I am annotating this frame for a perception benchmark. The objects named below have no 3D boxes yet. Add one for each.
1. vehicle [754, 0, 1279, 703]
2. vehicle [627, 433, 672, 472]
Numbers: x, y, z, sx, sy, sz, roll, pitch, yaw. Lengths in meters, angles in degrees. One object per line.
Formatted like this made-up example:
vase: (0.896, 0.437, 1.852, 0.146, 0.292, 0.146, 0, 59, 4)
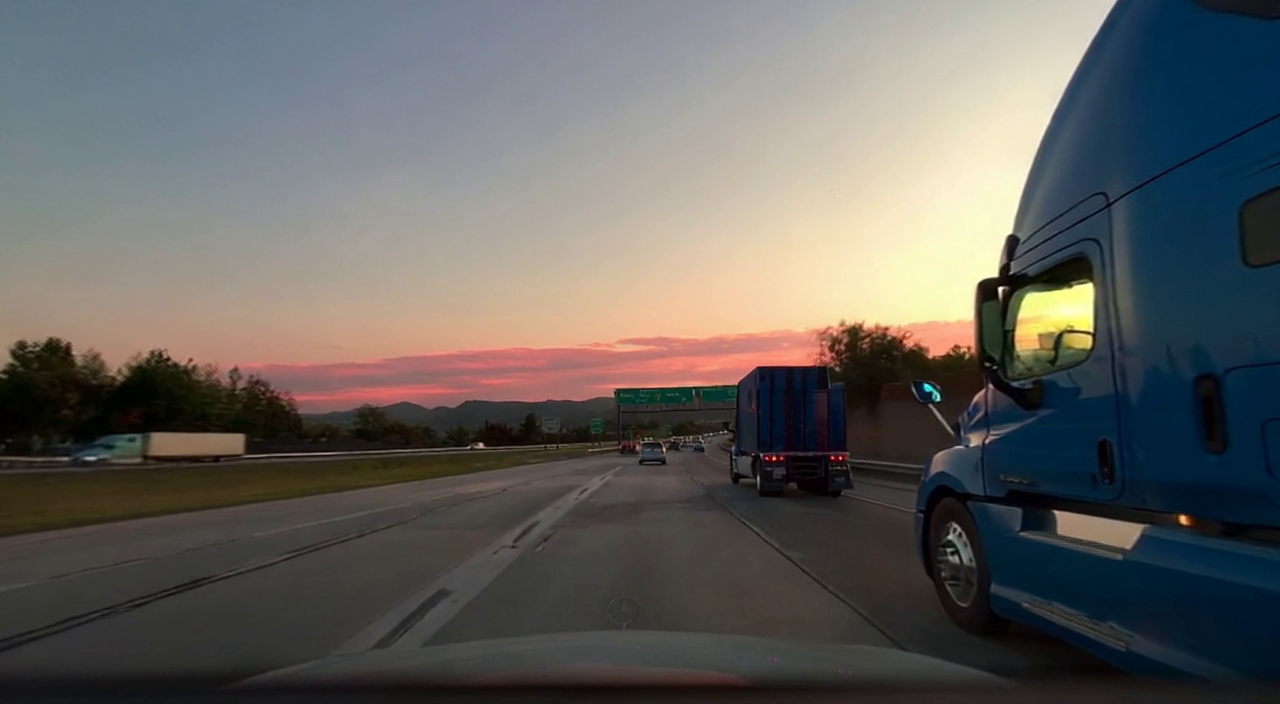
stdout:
vehicle: (4.088, 0.262, 6.360, 3.019, 4.145, 16.453, -1, -9, 1)
vehicle: (0.466, 5.228, 32.796, 2.205, 1.860, 4.301, 0, -9, 0)
